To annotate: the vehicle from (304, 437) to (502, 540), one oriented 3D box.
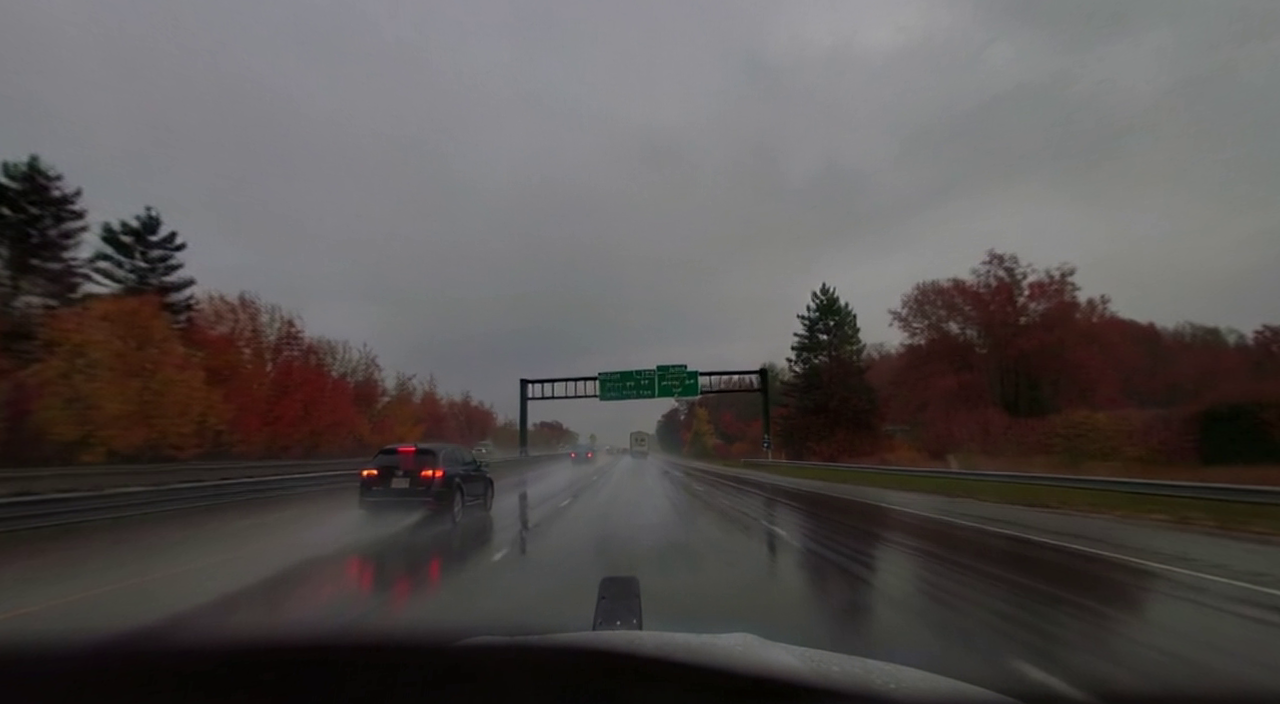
[{"bbox_3d":[-4.035,2.387,11.565,2.071,1.525,4.058,0,-9,0],"label":"vehicle"}]
